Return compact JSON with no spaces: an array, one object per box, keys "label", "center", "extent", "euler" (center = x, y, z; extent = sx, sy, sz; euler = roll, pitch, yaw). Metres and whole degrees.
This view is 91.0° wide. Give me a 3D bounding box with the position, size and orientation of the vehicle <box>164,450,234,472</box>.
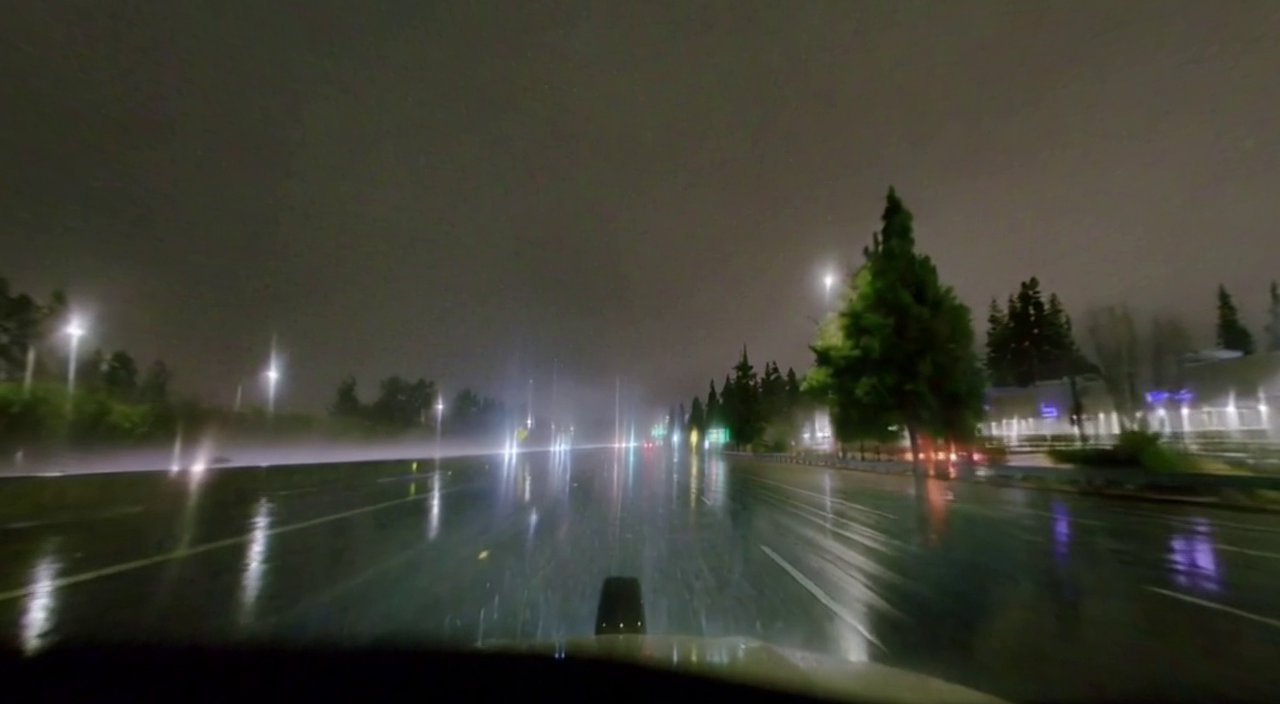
[{"label":"vehicle","center":[-32.367,7.963,46.386],"extent":[1.846,1.509,4.539],"euler":[0,-9,1]}]
